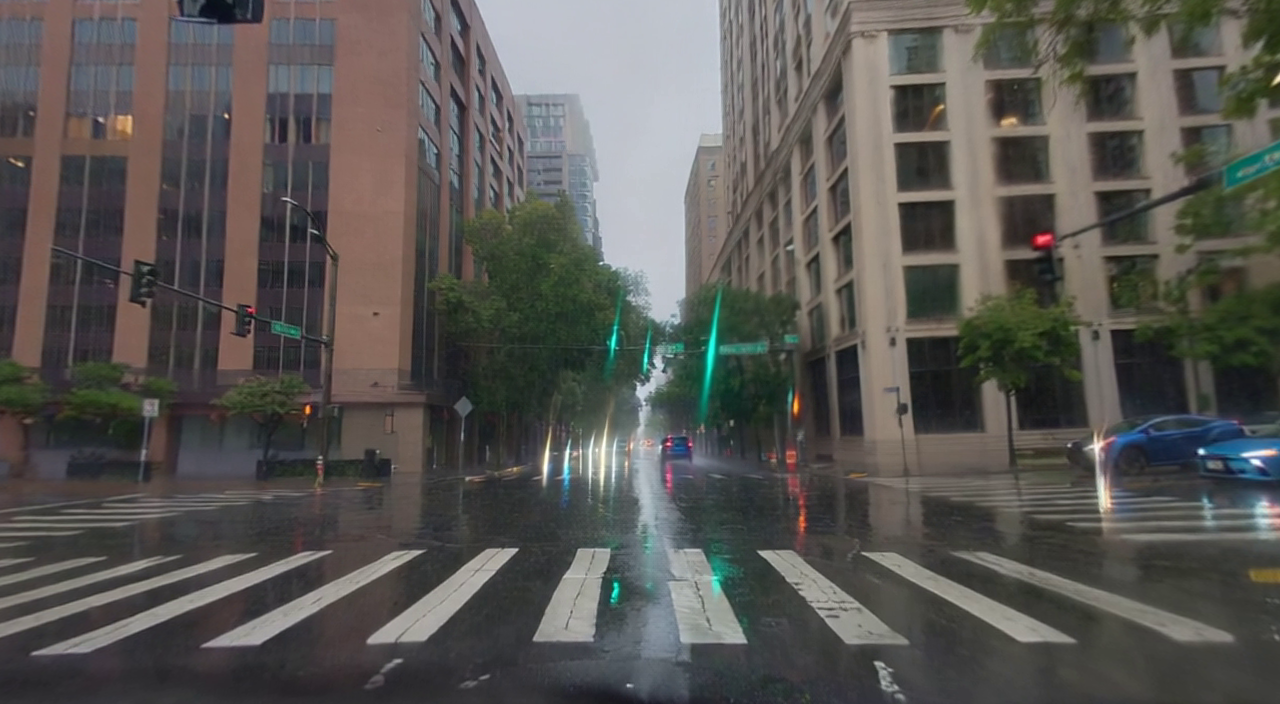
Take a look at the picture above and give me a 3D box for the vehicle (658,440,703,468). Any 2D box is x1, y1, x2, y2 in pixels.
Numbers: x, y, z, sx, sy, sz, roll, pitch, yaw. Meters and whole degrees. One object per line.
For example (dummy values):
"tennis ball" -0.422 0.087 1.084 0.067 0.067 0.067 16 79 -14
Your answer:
"vehicle" 2.255 5.871 36.394 2.039 1.470 4.355 0 -8 -4

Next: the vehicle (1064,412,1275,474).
"vehicle" 16.918 2.938 20.397 4.802 1.860 2.146 0 -8 0
